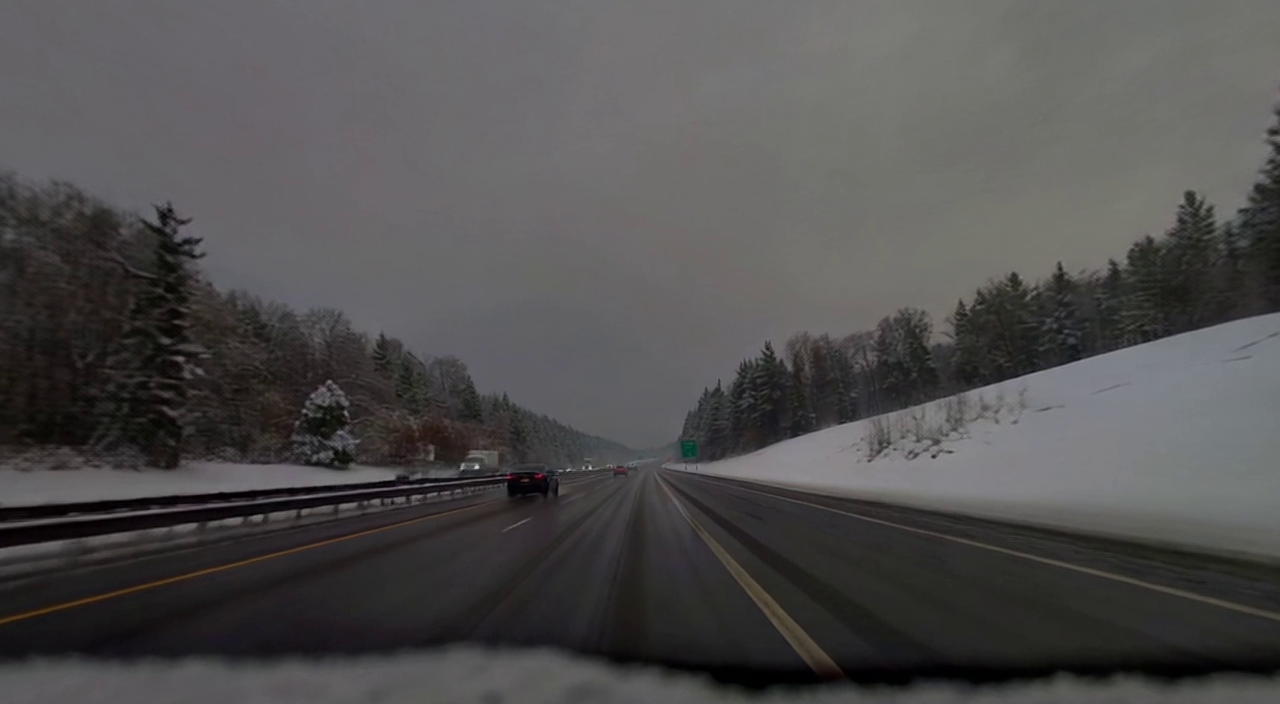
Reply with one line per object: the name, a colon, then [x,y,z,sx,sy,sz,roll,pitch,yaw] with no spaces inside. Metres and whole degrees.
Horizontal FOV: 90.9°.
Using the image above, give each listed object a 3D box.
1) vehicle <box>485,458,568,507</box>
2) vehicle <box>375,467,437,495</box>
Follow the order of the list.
vehicle: [-3.841,4.541,22.143,2.043,1.486,4.442,0,-10,1]
vehicle: [-12.984,7.185,35.244,1.789,1.404,4.089,0,-10,1]
